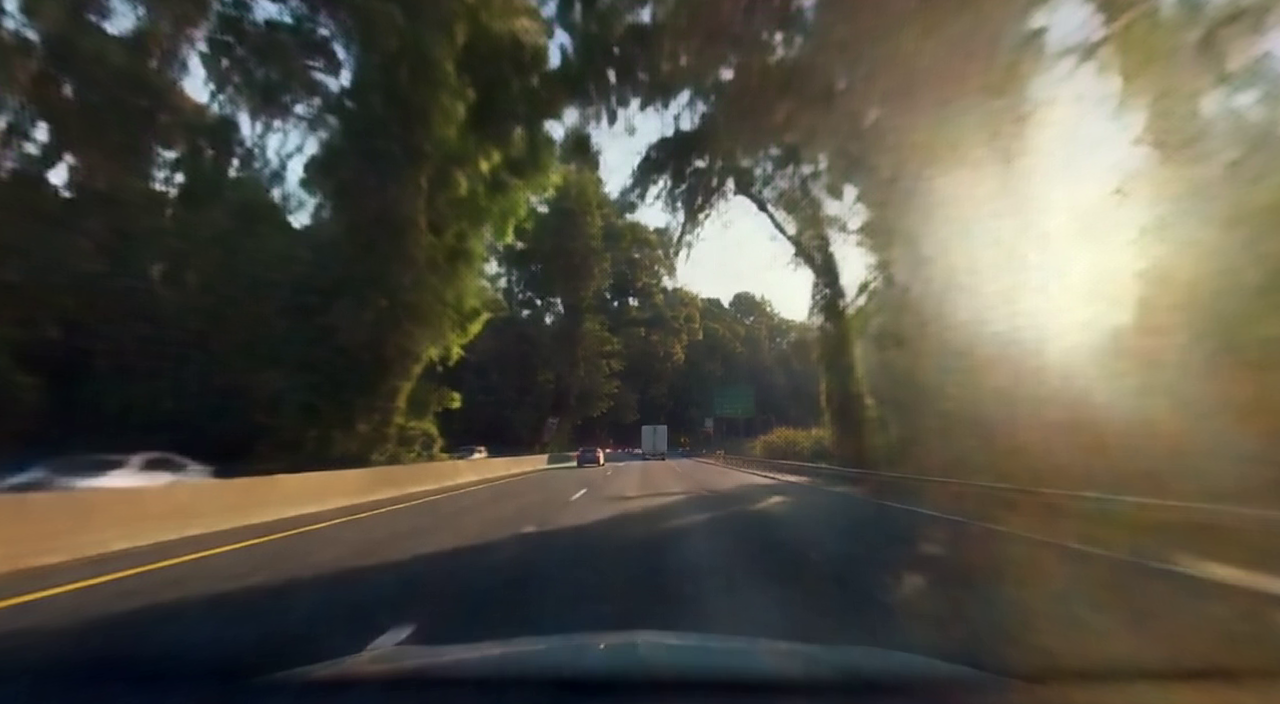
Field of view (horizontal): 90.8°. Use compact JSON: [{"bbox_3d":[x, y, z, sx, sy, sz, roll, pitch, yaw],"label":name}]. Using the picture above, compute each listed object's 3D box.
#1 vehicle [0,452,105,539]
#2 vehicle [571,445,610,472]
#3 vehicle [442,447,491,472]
[{"bbox_3d":[-12.031,2.442,10.650,1.841,1.487,4.687,0,-9,1],"label":"vehicle"},{"bbox_3d":[-3.114,6.851,40.706,2.057,1.618,4.212,0,-9,1],"label":"vehicle"},{"bbox_3d":[-11.480,7.144,42.035,1.961,1.550,4.218,0,-9,1],"label":"vehicle"}]
